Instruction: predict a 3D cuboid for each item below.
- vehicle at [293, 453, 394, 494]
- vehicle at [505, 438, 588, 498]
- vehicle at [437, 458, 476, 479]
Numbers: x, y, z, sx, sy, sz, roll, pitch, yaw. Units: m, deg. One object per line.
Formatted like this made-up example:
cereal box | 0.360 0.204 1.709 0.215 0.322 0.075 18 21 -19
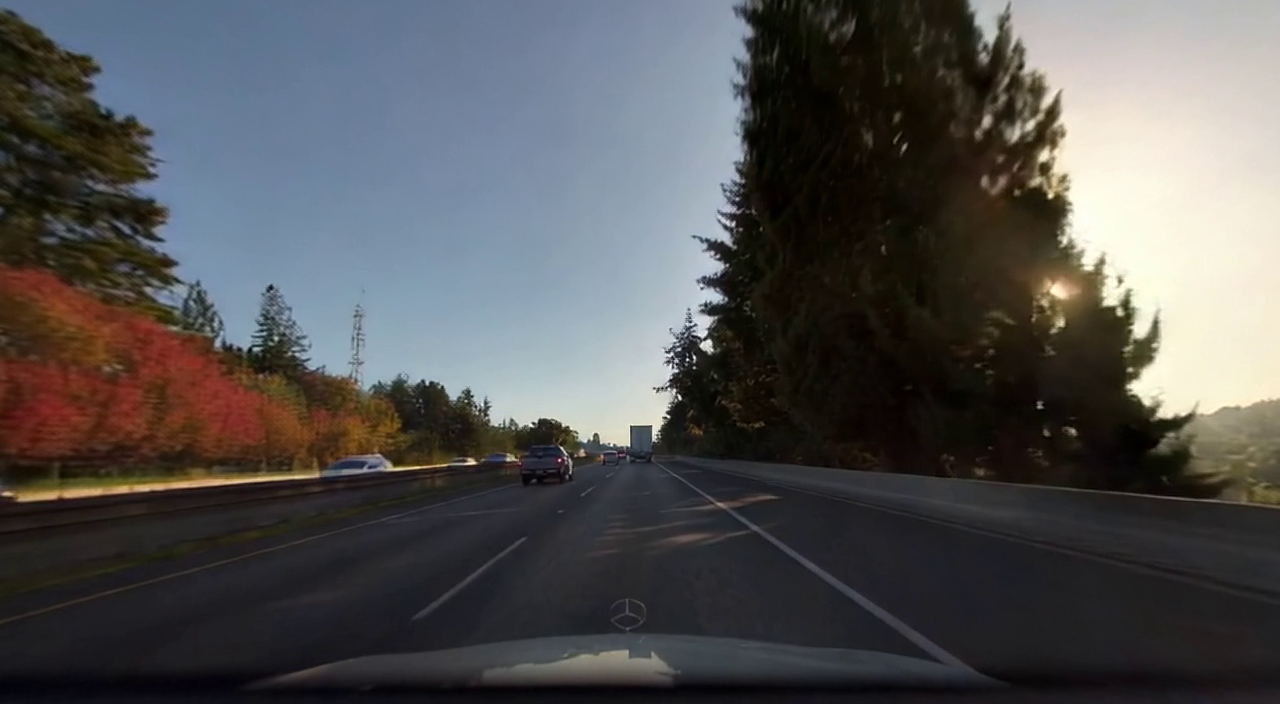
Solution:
vehicle | -12.425 5.103 26.854 1.974 1.568 4.690 0 -9 0
vehicle | -3.131 4.020 22.161 2.079 1.845 4.654 0 -9 2
vehicle | -14.148 9.010 48.941 1.831 1.456 4.444 0 -9 -2
